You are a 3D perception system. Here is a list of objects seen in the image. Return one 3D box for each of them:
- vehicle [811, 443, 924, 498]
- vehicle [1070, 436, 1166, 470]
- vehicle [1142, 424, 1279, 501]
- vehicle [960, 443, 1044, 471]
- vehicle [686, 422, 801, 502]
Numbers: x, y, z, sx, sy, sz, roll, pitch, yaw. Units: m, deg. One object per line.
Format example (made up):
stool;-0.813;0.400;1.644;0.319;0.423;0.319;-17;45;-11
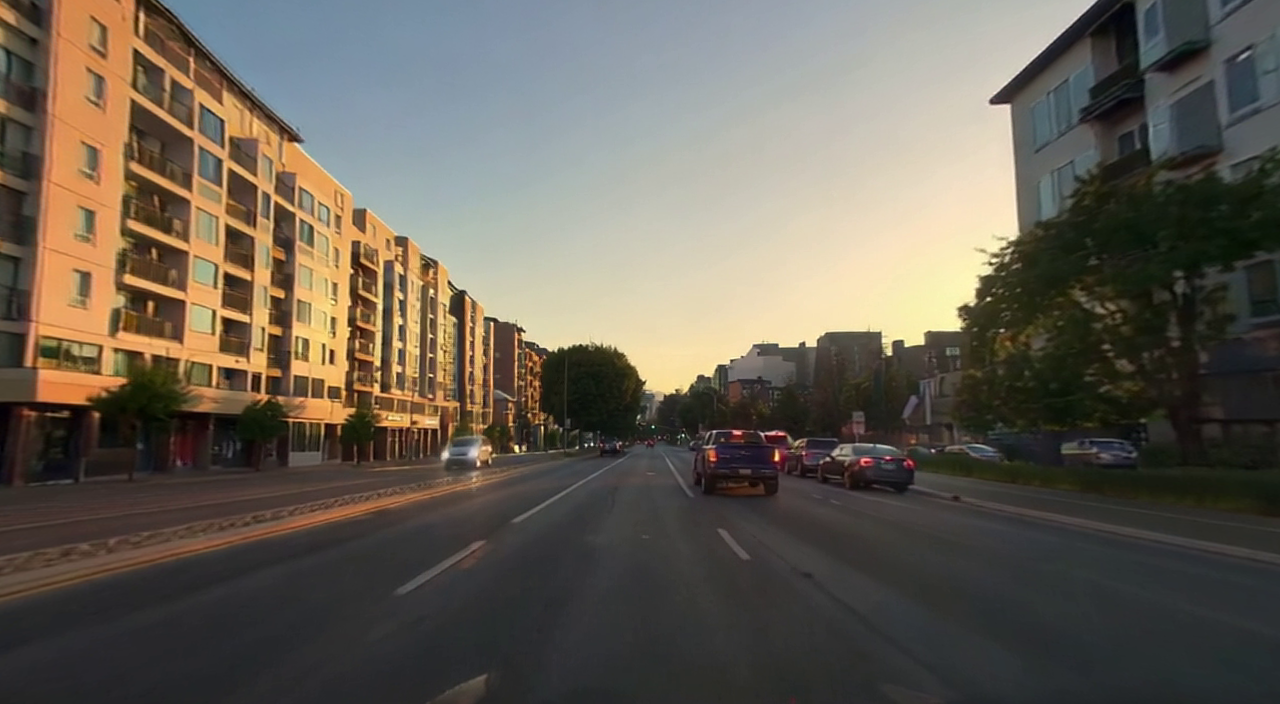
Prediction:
vehicle;6.738;3.536;19.241;1.795;1.459;4.333;0;-9;-1
vehicle;25.766;5.446;34.256;1.887;1.696;4.337;-1;-9;3
vehicle;14.776;2.569;14.895;1.975;1.648;4.451;1;-8;-4
vehicle;20.287;5.861;35.619;1.780;1.474;4.533;0;-8;-5
vehicle;2.514;2.864;16.798;2.130;1.787;5.126;0;-9;-1
